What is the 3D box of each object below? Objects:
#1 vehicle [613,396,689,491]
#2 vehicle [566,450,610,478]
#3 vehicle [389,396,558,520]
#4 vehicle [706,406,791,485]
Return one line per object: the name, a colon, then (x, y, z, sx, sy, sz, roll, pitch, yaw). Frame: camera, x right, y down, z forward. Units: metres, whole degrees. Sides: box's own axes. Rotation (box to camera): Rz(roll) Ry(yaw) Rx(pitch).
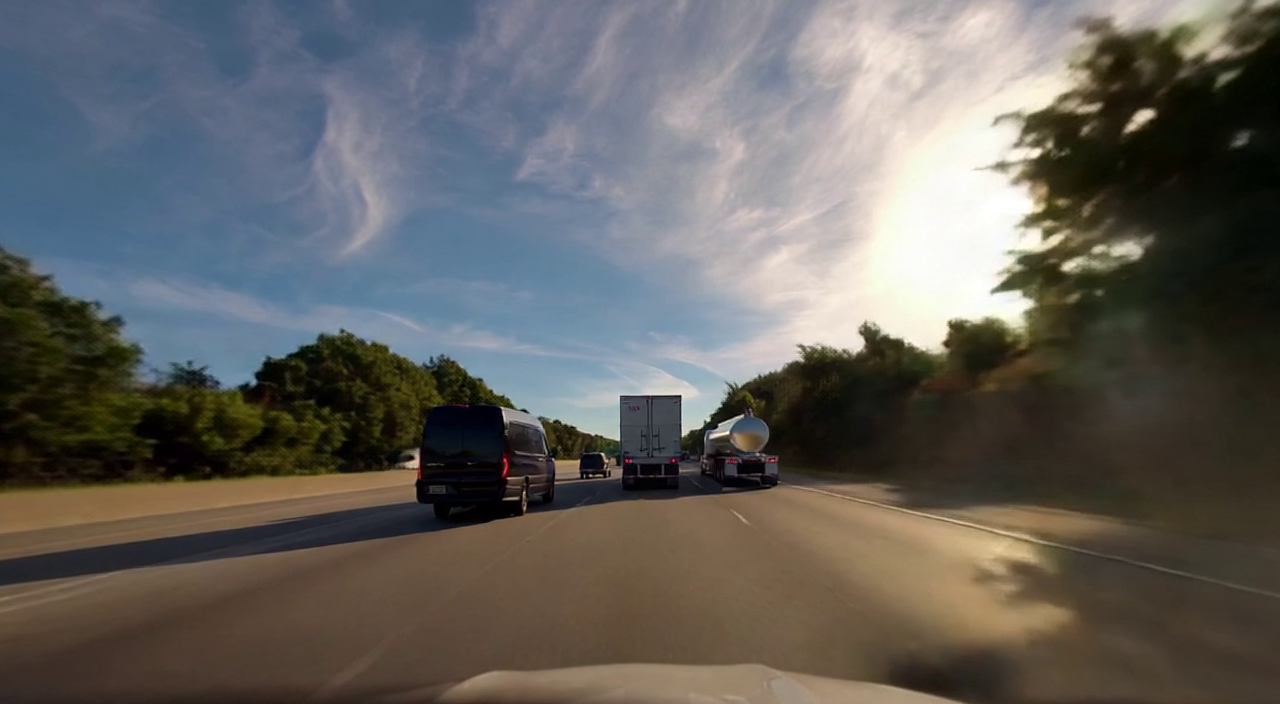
vehicle: (0.237, 4.078, 27.562, 2.773, 3.455, 9.118, 0, -10, -2)
vehicle: (-3.164, 6.942, 39.383, 2.134, 1.652, 4.439, -1, -9, 3)
vehicle: (-3.897, 2.720, 16.435, 2.525, 2.572, 6.260, 0, -9, 2)
vehicle: (5.410, 5.062, 33.796, 2.706, 3.500, 11.483, 0, -9, 1)
